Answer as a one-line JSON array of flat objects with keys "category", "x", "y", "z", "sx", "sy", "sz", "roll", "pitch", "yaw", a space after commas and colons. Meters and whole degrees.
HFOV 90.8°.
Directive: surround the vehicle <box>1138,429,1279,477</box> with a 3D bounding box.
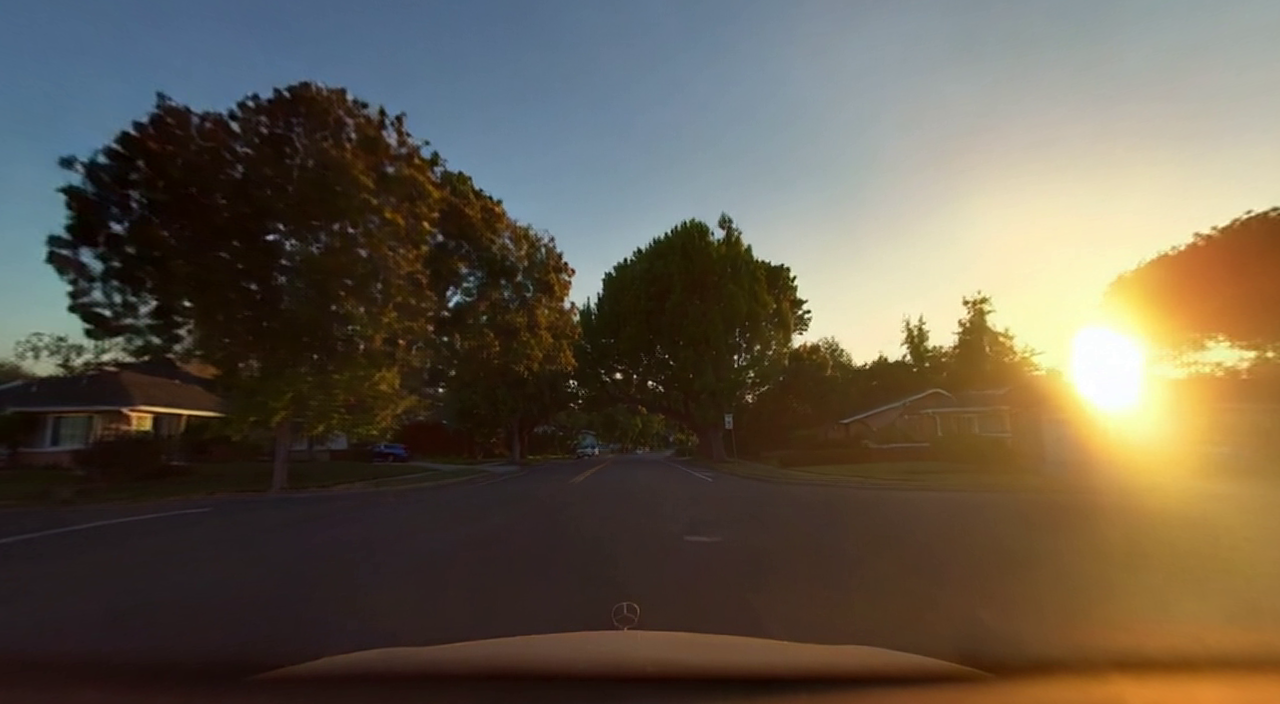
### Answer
[{"category": "vehicle", "x": 23.095, "y": 3.986, "z": 25.509, "sx": 1.879, "sy": 1.584, "sz": 4.761, "roll": 1, "pitch": -5, "yaw": -5}]
